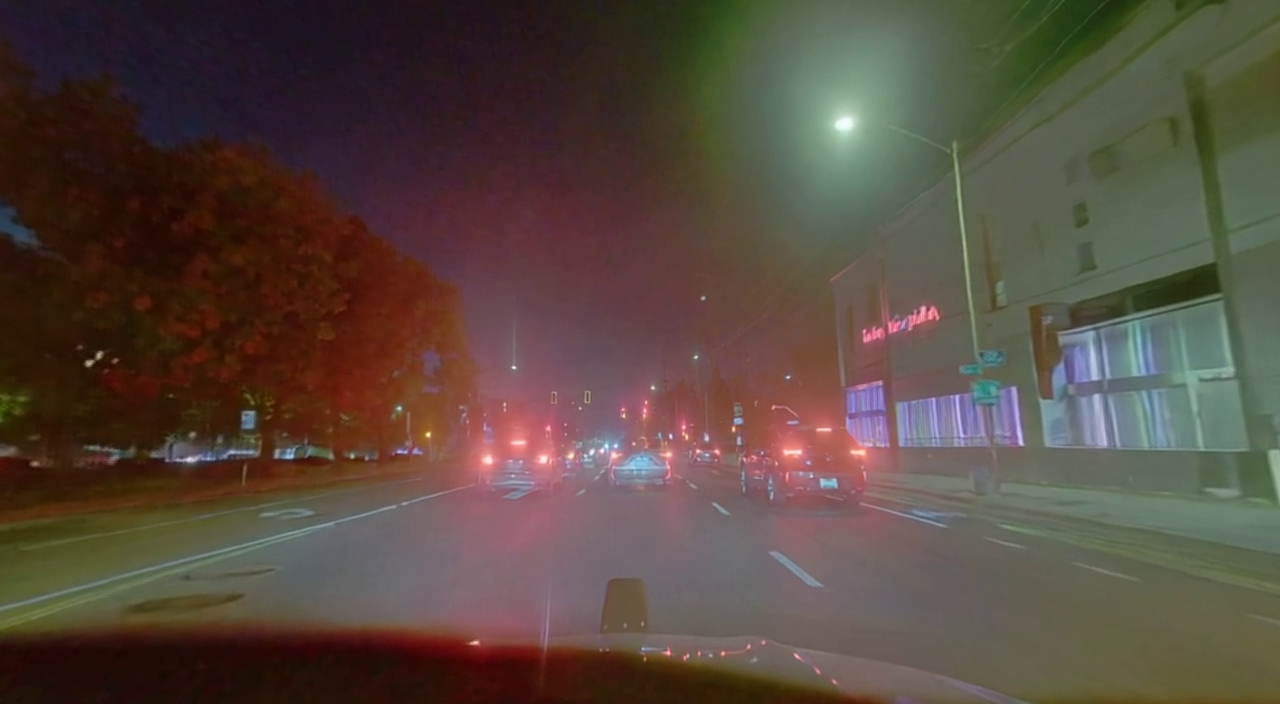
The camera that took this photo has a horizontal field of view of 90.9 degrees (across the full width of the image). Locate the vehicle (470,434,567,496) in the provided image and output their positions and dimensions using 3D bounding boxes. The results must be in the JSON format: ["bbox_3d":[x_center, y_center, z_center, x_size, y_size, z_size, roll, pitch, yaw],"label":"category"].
[{"bbox_3d":[-3.200,3.072,17.588,2.104,1.488,4.546,0,-8,-4],"label":"vehicle"}]

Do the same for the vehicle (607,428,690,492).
[{"bbox_3d":[0.199,3.160,18.794,2.200,1.653,4.127,0,-8,-1],"label":"vehicle"}]

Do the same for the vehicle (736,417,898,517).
[{"bbox_3d":[3.422,2.335,13.282,2.024,1.711,4.512,0,-8,-1],"label":"vehicle"}]

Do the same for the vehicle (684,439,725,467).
[{"bbox_3d":[3.664,5.813,36.489,1.880,1.503,4.130,0,-8,-1],"label":"vehicle"}]
